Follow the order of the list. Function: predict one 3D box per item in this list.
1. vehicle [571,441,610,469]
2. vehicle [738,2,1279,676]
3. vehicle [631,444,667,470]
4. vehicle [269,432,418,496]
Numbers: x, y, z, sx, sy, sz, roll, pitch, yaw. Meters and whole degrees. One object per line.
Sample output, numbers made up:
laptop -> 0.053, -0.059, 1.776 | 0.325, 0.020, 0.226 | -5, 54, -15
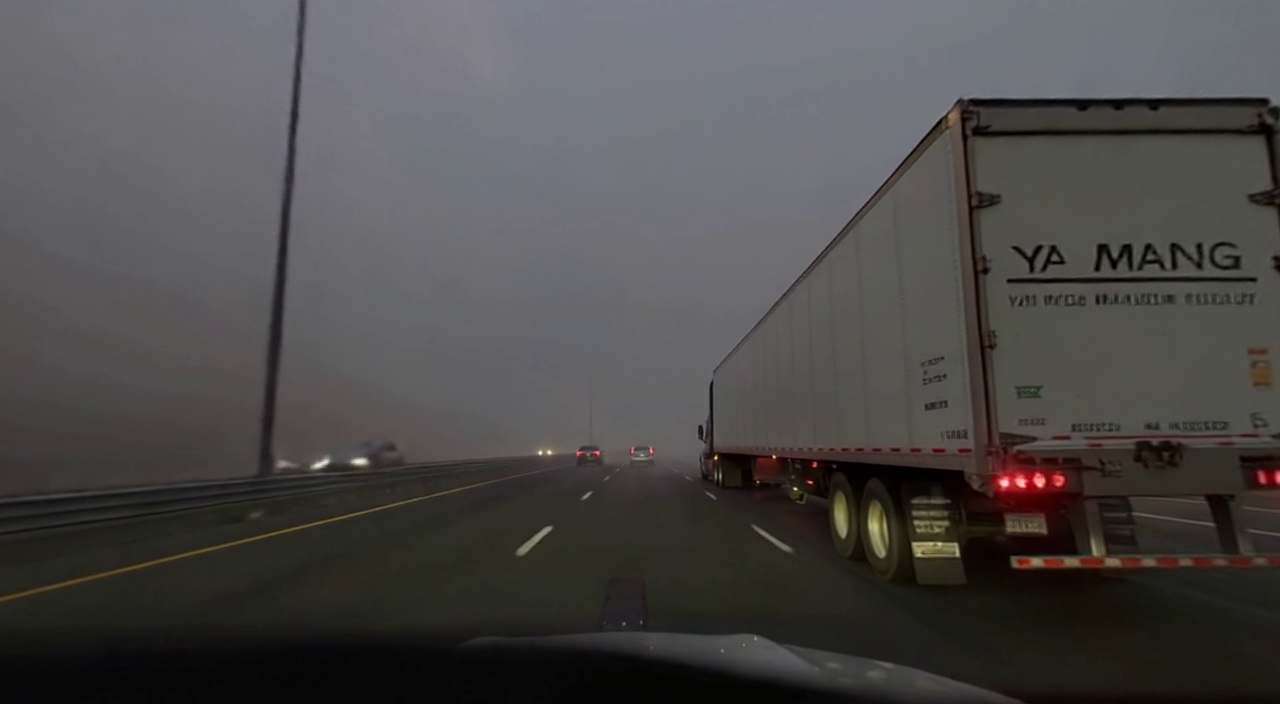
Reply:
vehicle -> -3.108, 6.548, 40.262 | 2.058, 1.711, 4.226 | -1, -9, 1
vehicle -> 3.950, 0.701, 9.973 | 2.821, 4.077, 12.562 | 0, -9, 0
vehicle -> 0.496, 6.352, 38.228 | 2.063, 1.469, 4.208 | 0, -9, 0
vehicle -> -8.852, 3.398, 19.490 | 2.076, 1.678, 5.116 | 0, -9, 1
